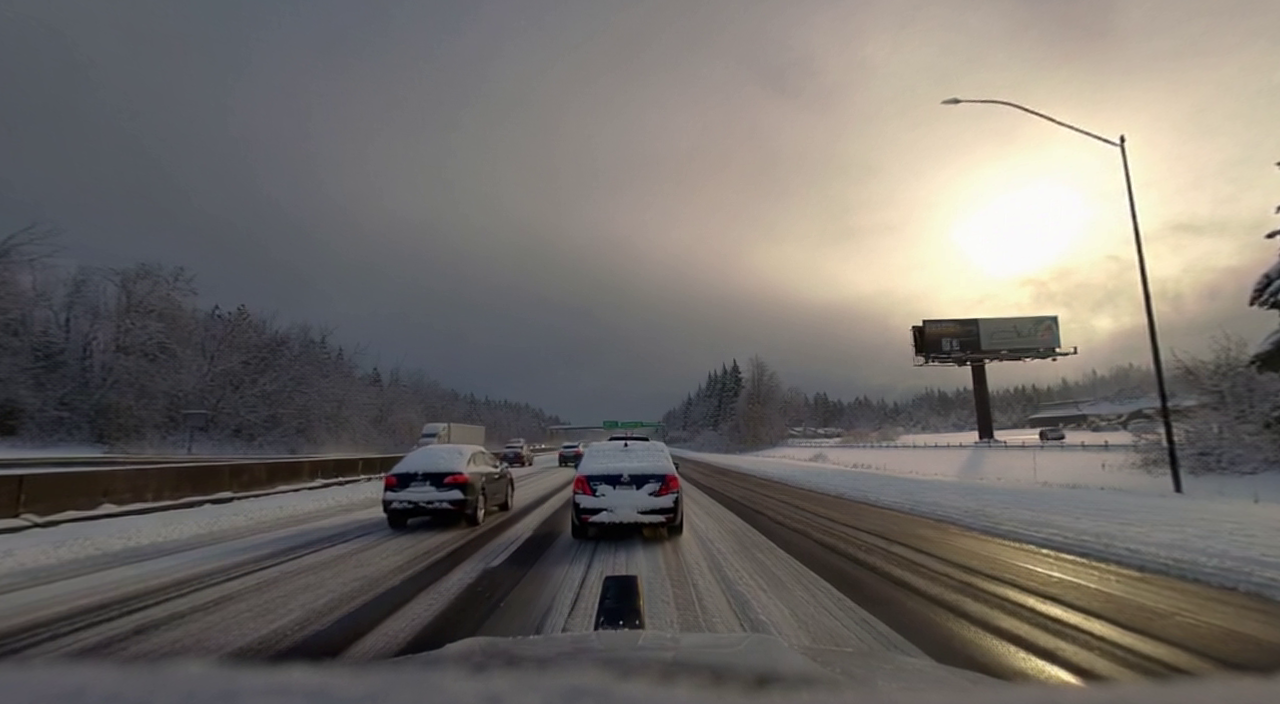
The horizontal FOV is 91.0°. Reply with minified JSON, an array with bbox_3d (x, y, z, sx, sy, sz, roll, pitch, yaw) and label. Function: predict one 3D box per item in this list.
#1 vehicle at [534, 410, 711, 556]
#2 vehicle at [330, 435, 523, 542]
[{"bbox_3d":[-0.255,1.939,10.067,2.127,1.749,4.776,0,-9,-1],"label":"vehicle"},{"bbox_3d":[-3.505,2.315,11.370,1.889,1.522,4.465,0,-9,0],"label":"vehicle"}]
